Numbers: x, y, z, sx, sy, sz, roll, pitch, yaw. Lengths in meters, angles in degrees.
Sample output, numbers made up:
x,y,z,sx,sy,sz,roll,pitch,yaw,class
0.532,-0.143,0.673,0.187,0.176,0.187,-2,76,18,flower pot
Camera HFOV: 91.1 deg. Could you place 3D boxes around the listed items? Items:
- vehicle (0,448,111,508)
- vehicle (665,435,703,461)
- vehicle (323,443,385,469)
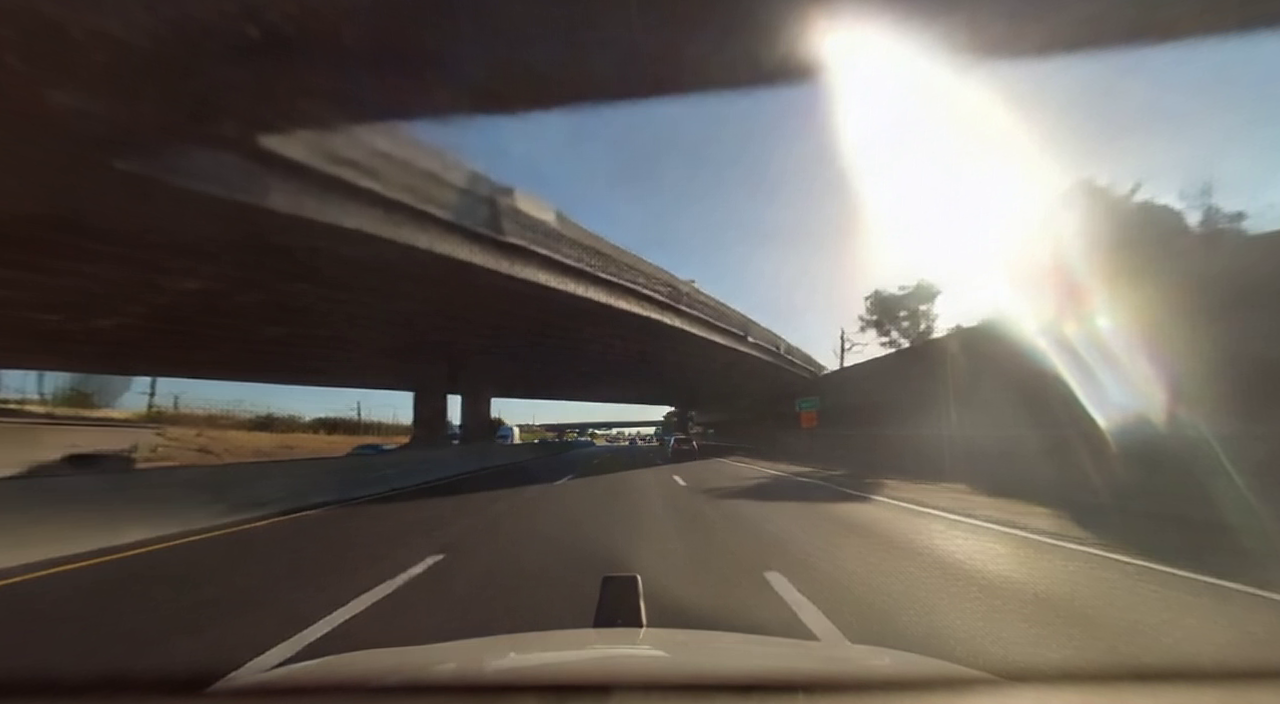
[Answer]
x,y,z,sx,sy,sz,roll,pitch,yaw,class
-17.508,3.488,17.610,1.805,1.497,4.056,0,-8,1,vehicle
2.555,5.661,37.257,1.946,1.481,3.969,0,-8,0,vehicle
-17.374,6.310,38.426,1.856,1.500,3.975,0,-8,2,vehicle
